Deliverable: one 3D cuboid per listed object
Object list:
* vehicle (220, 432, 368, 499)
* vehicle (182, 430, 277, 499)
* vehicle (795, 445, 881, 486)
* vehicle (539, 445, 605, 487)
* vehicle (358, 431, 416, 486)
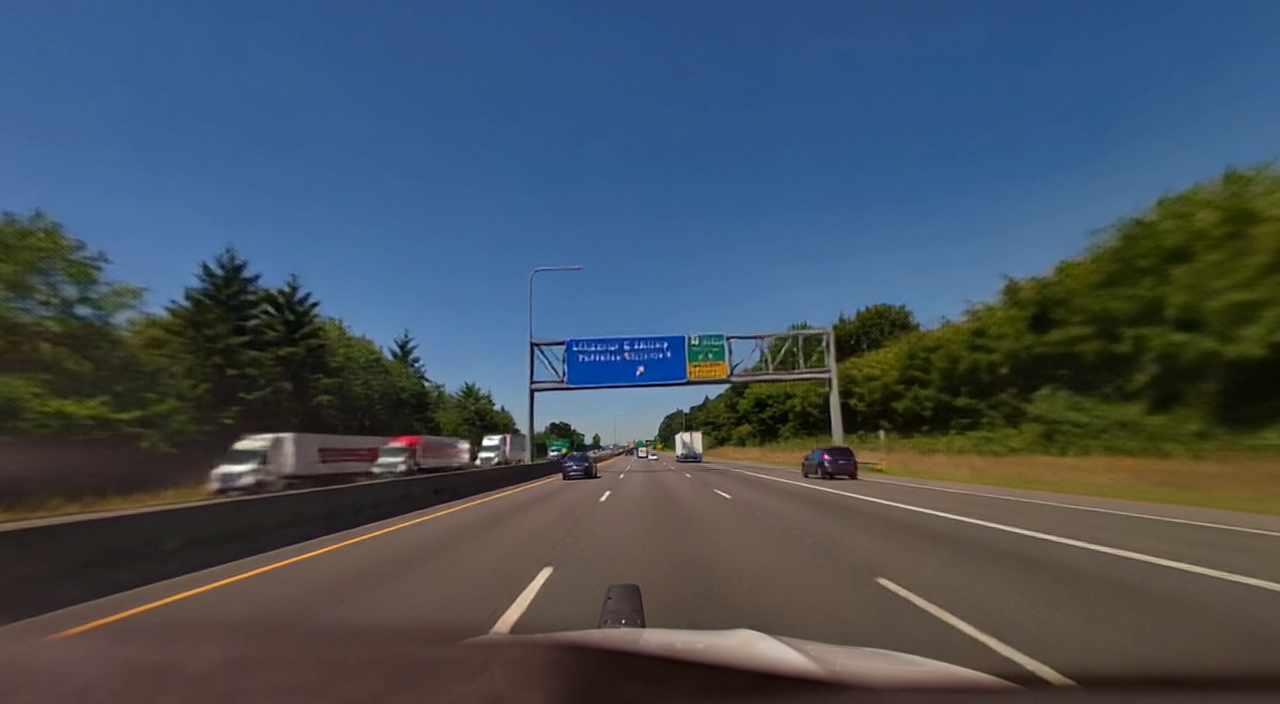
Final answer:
[{"bbox_3d":[-22.498,7.456,42.333,2.772,3.782,12.488,0,-9,0],"label":"vehicle"},{"bbox_3d":[-22.470,6.147,34.694,2.913,3.587,3.098,0,-9,0],"label":"vehicle"},{"bbox_3d":[7.795,4.505,25.312,1.943,1.493,4.507,0,-9,-1],"label":"vehicle"},{"bbox_3d":[-2.669,4.625,25.863,2.191,1.563,4.318,0,-9,1],"label":"vehicle"},{"bbox_3d":[-18.585,7.822,46.428,2.772,3.823,3.192,0,-9,0],"label":"vehicle"}]
